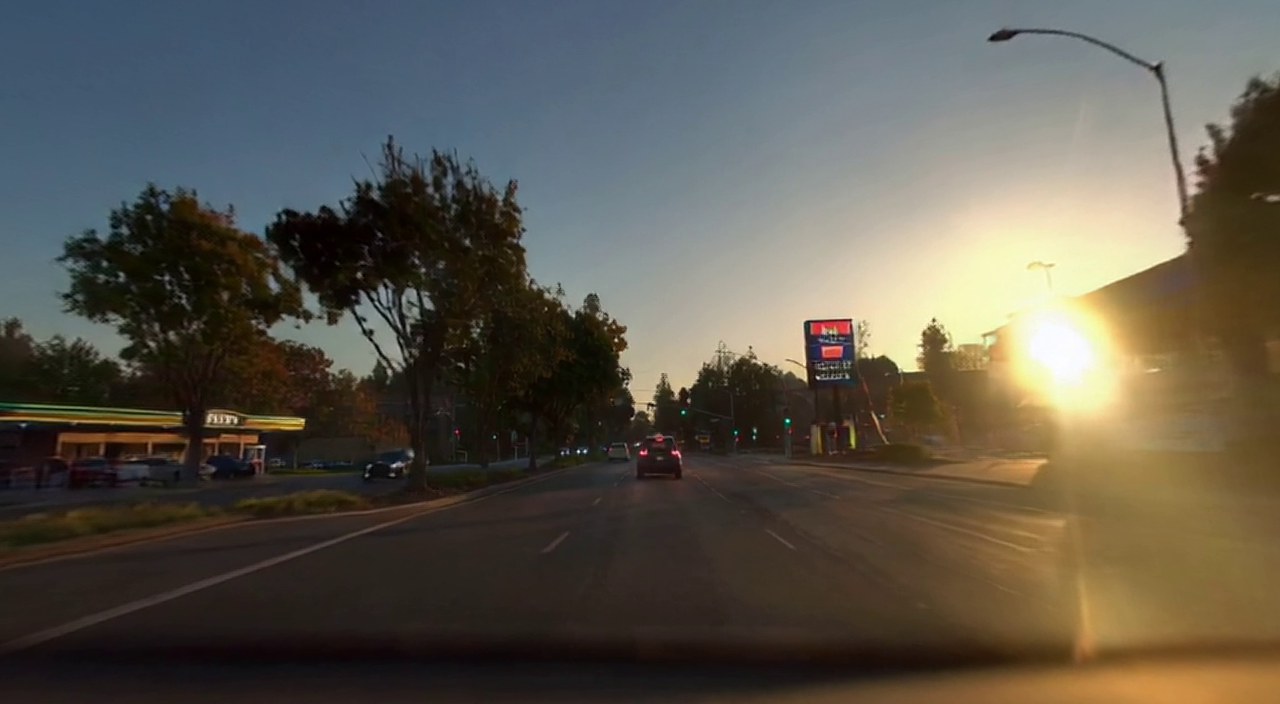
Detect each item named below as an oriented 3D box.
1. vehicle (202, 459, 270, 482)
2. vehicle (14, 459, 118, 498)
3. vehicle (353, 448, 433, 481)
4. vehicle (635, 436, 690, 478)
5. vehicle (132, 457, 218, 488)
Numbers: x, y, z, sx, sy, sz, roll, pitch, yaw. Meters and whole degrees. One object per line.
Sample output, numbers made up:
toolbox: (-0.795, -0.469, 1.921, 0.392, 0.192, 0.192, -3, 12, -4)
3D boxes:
vehicle: (-27.659, 8.070, 43.058, 4.538, 1.469, 1.912, -5, -10, 29)
vehicle: (-27.346, 5.952, 29.962, 4.662, 1.677, 2.026, -5, -10, 28)
vehicle: (-12.004, 5.471, 30.925, 1.911, 1.489, 4.423, -1, -9, 4)
vehicle: (0.956, 4.596, 27.672, 2.213, 1.715, 4.242, 0, -9, 1)
vehicle: (-27.263, 7.020, 36.906, 4.428, 1.708, 1.952, -4, -10, 23)
